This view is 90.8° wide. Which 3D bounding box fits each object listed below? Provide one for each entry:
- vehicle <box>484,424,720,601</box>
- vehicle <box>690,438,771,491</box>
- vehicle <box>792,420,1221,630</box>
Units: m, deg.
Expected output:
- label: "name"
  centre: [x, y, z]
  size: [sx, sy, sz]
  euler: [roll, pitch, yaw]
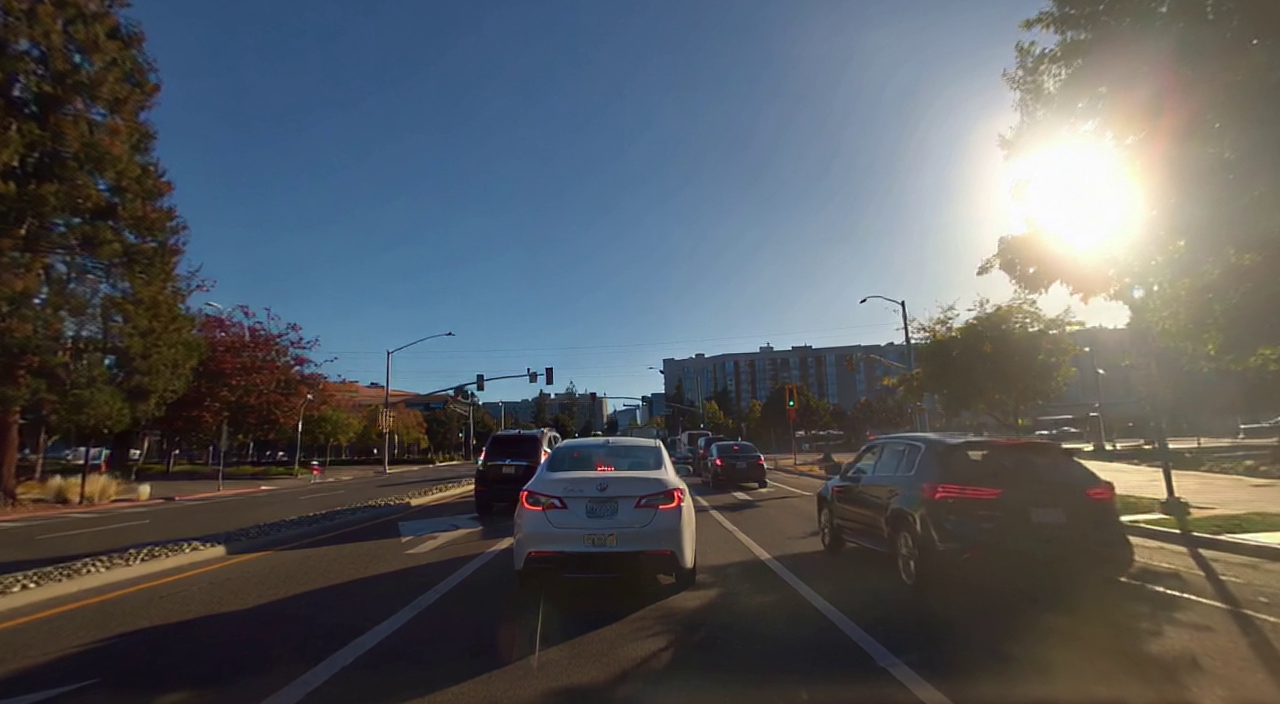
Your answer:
- label: "vehicle"
  centre: [-0.356, 1.641, 7.239]
  size: [2.006, 1.487, 3.535]
  euler: [0, -9, -1]
- label: "vehicle"
  centre: [2.862, 3.670, 20.982]
  size: [1.874, 1.556, 4.116]
  euler: [0, -9, -3]
- label: "vehicle"
  centre: [3.154, 1.559, 6.716]
  size: [1.910, 1.474, 4.263]
  euler: [0, -9, -1]
